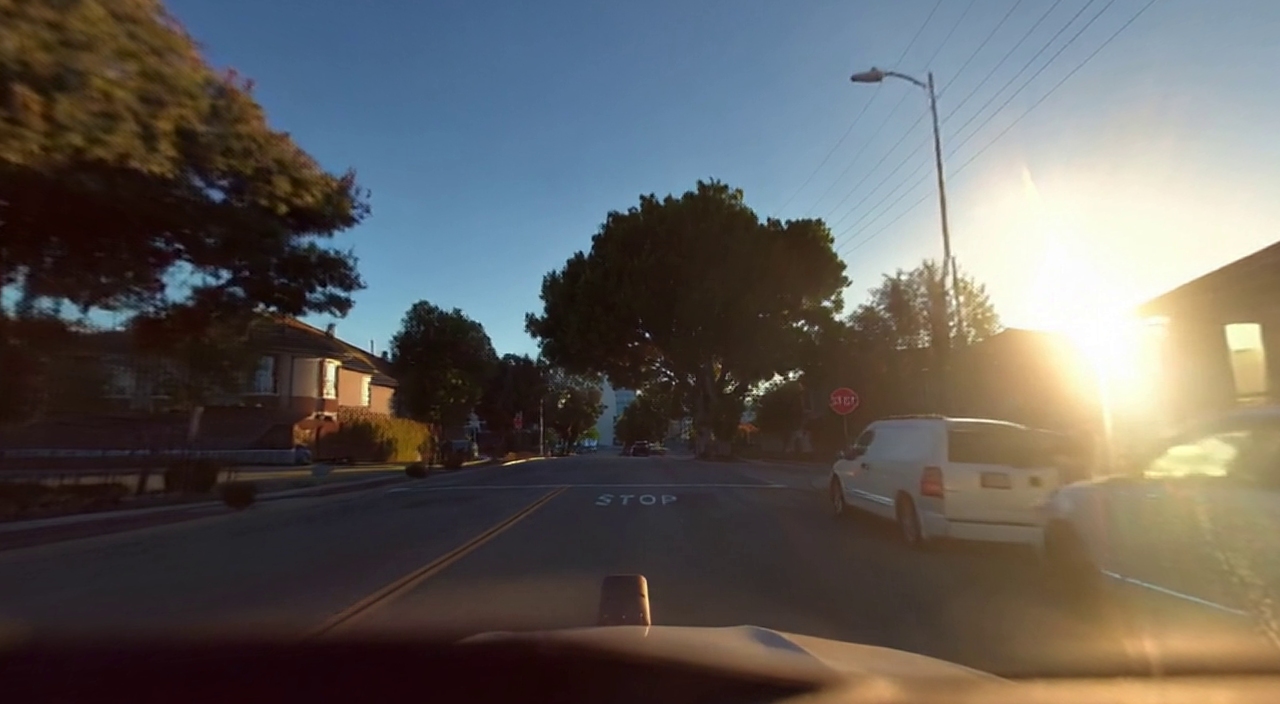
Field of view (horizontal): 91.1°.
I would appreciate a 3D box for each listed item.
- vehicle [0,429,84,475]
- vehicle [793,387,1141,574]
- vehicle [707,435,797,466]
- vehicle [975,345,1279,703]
[{"bbox_3d":[-26.759,4.206,26.346,2.112,1.834,5.051,-3,-7,2],"label":"vehicle"},{"bbox_3d":[4.213,1.802,9.679,2.226,1.986,5.786,0,-8,0],"label":"vehicle"},{"bbox_3d":[6.580,5.769,36.815,4.791,1.733,2.139,-4,-9,24],"label":"vehicle"},{"bbox_3d":[4.215,0.973,3.640,2.041,1.838,4.524,0,-9,0],"label":"vehicle"}]
